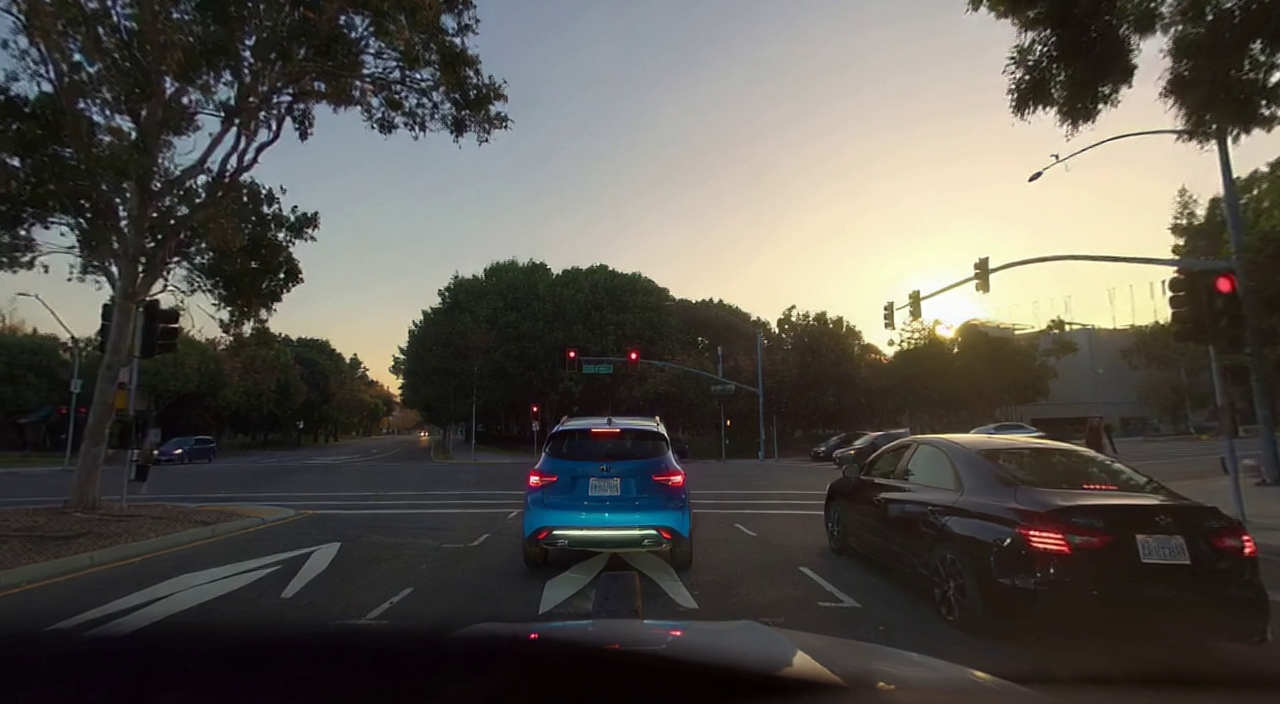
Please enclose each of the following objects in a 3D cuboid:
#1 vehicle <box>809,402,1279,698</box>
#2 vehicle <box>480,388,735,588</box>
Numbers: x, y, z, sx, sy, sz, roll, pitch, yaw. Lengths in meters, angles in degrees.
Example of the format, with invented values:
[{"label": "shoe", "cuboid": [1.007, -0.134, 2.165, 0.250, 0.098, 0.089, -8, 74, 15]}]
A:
[{"label": "vehicle", "cuboid": [3.170, 1.401, 5.751, 1.932, 1.562, 4.629, 0, -9, -1]}, {"label": "vehicle", "cuboid": [-0.346, 1.522, 7.799, 2.247, 1.760, 4.231, 0, -9, -2]}]
